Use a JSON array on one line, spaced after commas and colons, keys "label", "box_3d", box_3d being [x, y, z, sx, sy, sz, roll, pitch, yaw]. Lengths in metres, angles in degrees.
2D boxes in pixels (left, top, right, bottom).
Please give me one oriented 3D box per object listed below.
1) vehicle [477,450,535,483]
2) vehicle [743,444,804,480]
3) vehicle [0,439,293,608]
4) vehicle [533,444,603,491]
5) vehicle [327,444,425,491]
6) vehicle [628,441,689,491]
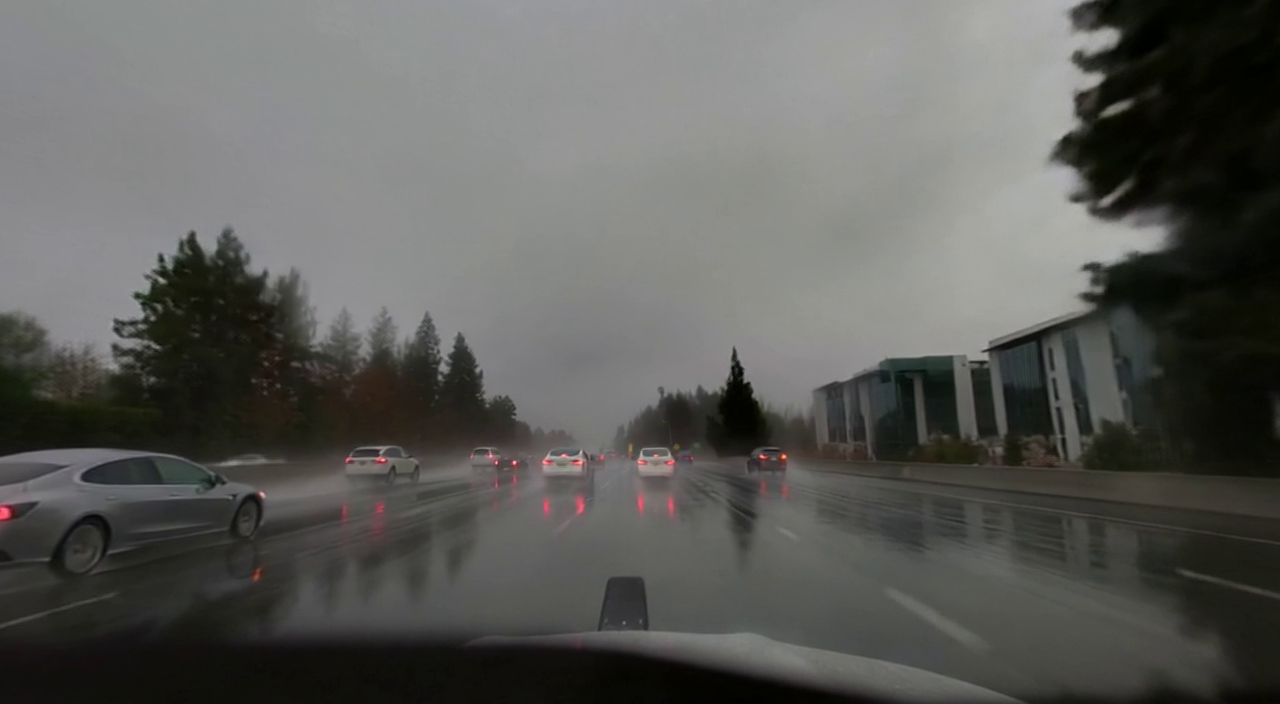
[{"label": "vehicle", "box_3d": [-6.503, 5.587, 31.052, 1.886, 1.455, 4.148, -1, -8, 1]}, {"label": "vehicle", "box_3d": [7.137, 5.915, 34.190, 2.071, 1.754, 4.484, 0, -9, -3]}, {"label": "vehicle", "box_3d": [-6.673, 1.848, 7.737, 2.116, 1.473, 4.644, -1, -8, 1]}, {"label": "vehicle", "box_3d": [-2.670, 4.423, 24.462, 2.102, 1.624, 4.257, -1, -8, 2]}, {"label": "vehicle", "box_3d": [-10.356, 4.527, 25.116, 1.947, 1.683, 4.331, -1, -8, 1]}, {"label": "vehicle", "box_3d": [0.666, 4.282, 24.131, 2.114, 1.715, 4.136, -1, -8, 1]}]
